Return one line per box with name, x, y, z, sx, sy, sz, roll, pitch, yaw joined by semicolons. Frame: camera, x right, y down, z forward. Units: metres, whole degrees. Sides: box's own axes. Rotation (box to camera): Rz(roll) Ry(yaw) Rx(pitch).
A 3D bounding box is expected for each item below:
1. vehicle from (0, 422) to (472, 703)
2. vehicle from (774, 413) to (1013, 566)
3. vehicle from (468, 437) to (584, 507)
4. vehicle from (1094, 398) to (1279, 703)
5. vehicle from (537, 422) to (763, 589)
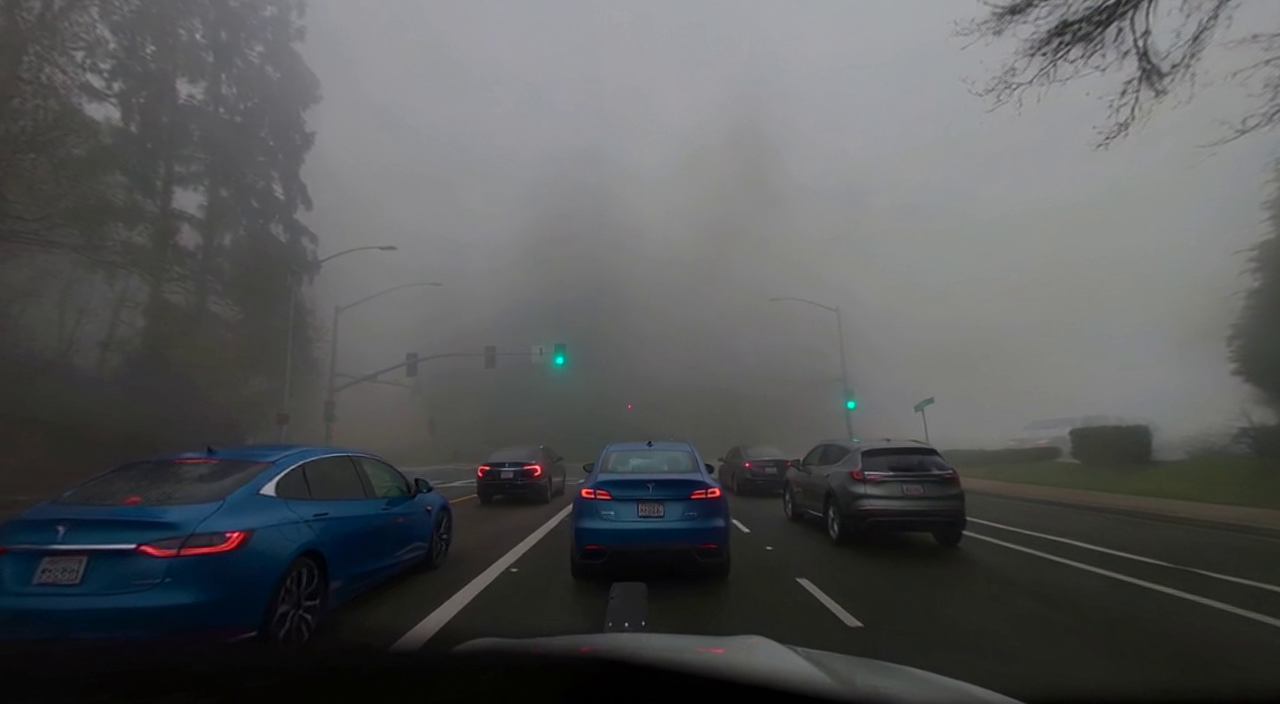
vehicle;-3.088;1.435;5.445;2.015;1.478;4.407;0;-8;0
vehicle;3.420;1.907;9.481;1.938;1.732;4.006;1;-8;0
vehicle;-2.749;3.011;16.235;2.089;1.537;4.073;-1;-8;2
vehicle;3.302;0.714;0.837;1.951;1.522;4.614;0;-8;0
vehicle;0.087;1.782;8.187;2.144;1.563;4.218;0;-8;0
